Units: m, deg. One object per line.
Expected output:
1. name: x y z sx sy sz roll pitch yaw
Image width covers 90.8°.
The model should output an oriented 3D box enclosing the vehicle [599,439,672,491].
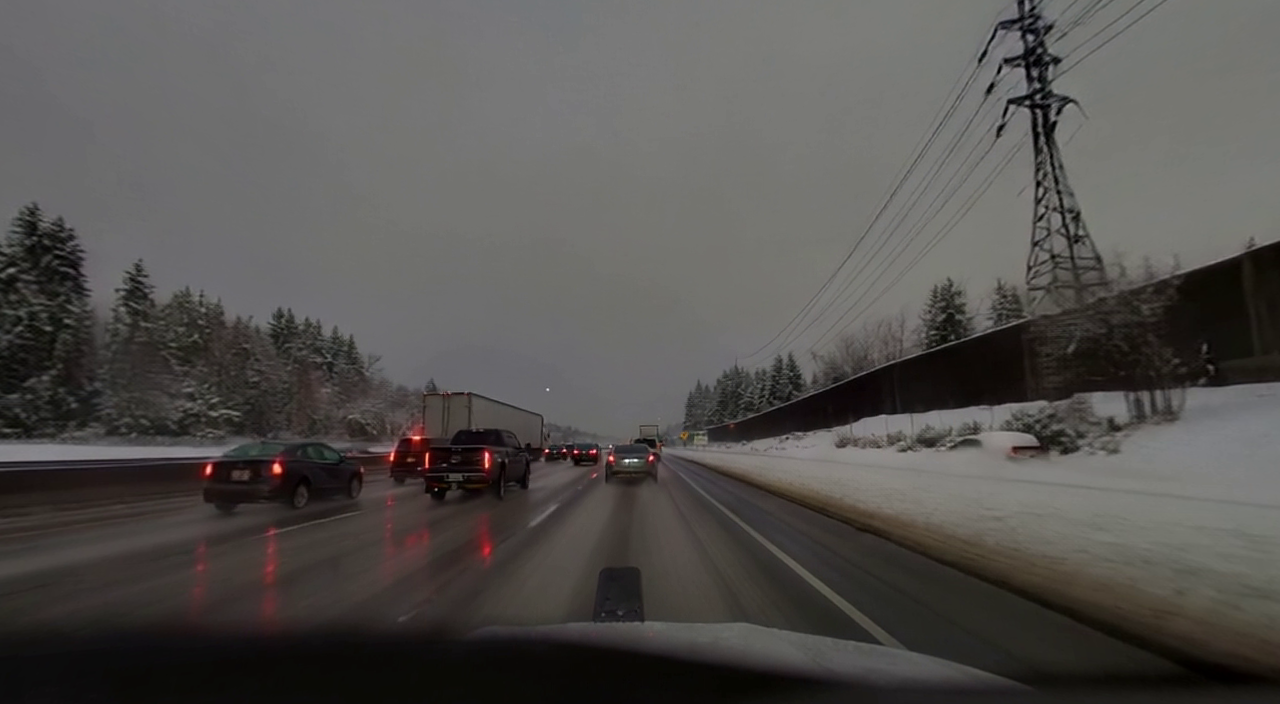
1. vehicle: -0.156 3.518 19.997 2.089 1.477 3.818 0 -8 -1

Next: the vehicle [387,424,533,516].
1. vehicle: -3.761 2.543 14.119 1.923 1.716 4.289 0 -8 1

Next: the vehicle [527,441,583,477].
1. vehicle: -3.730 4.756 28.392 1.870 1.485 4.304 0 -8 1

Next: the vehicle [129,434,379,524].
1. vehicle: -7.620 2.528 13.260 2.165 1.511 4.810 0 -8 1

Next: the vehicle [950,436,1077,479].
1. vehicle: 14.267 4.043 24.523 1.949 1.472 4.795 0 -8 0
